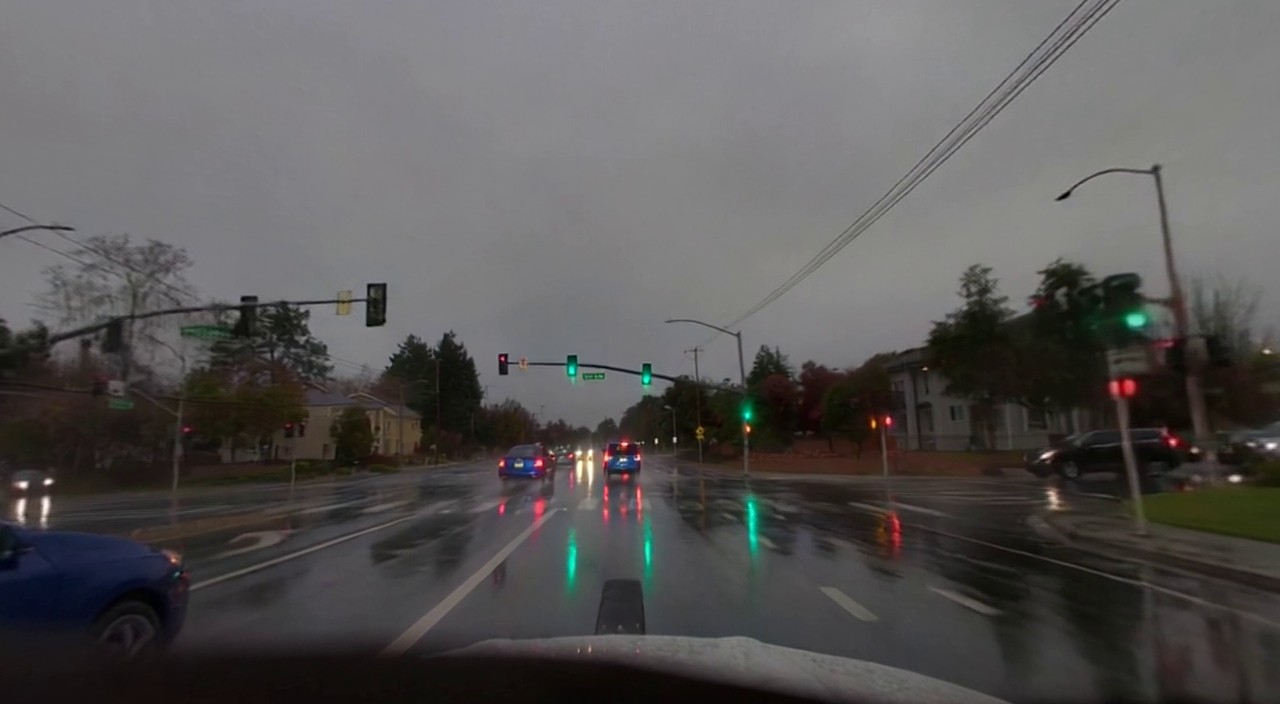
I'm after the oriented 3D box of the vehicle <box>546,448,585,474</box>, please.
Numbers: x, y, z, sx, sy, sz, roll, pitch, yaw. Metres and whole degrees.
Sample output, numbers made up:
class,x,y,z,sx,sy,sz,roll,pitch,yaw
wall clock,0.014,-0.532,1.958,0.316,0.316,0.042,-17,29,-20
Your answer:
class,x,y,z,sx,sy,sz,roll,pitch,yaw
vehicle,-4.402,6.472,37.799,1.863,1.449,4.153,0,-8,-1

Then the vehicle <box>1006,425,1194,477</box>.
class,x,y,z,sx,sy,sz,roll,pitch,yaw
vehicle,18.499,4.008,25.781,5.652,1.990,2.190,-2,-9,12

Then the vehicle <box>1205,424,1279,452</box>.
class,x,y,z,sx,sy,sz,roll,pitch,yaw
vehicle,32.659,4.648,33.909,1.754,1.414,3.590,-2,-9,12

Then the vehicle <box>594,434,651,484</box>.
class,x,y,z,sx,sy,sz,roll,pitch,yaw
vehicle,-0.741,4.361,25.999,2.155,1.836,4.250,0,-9,-2

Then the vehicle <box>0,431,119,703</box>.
class,x,y,z,sx,sy,sz,roll,pitch,yaw
vehicle,-3.199,0.721,0.431,1.901,1.409,4.442,0,-9,0

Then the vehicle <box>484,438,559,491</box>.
class,x,y,z,sx,sy,sz,roll,pitch,yaw
vehicle,-4.103,3.960,22.560,1.899,1.685,4.121,0,-9,-1
